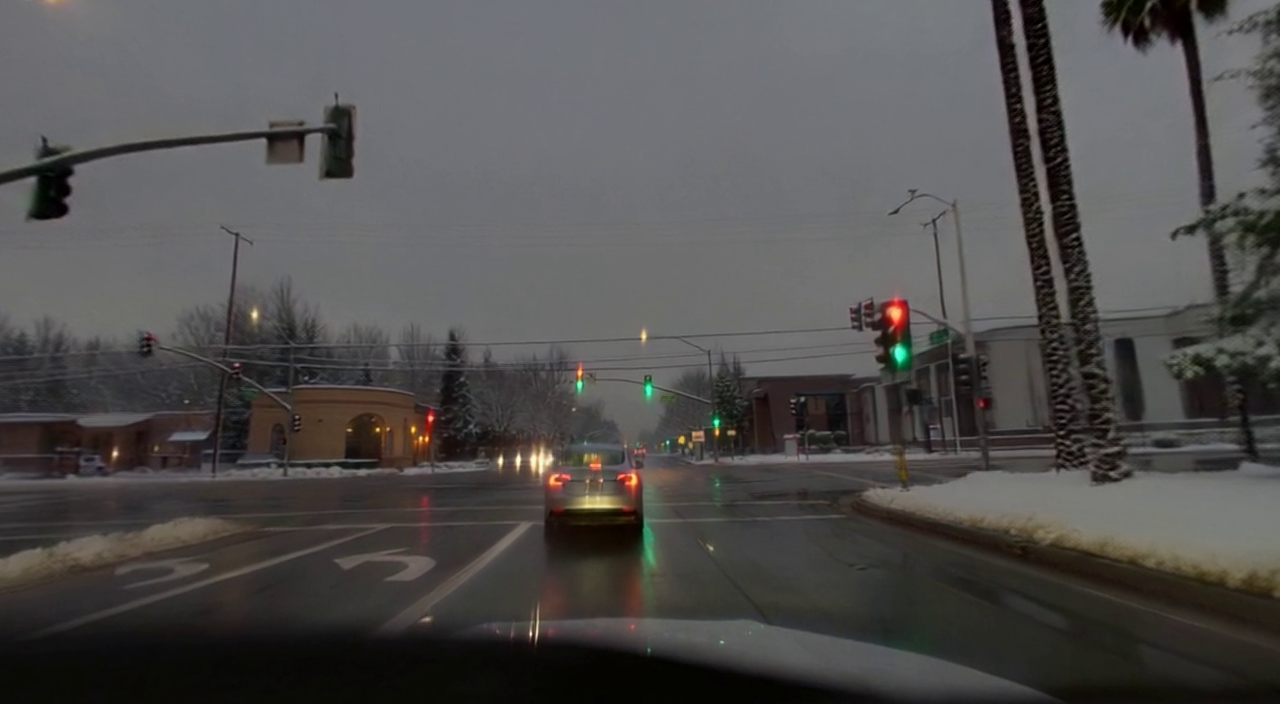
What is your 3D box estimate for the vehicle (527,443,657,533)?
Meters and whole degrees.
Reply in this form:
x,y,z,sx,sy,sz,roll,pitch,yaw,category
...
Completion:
x,y,z,sx,sy,sz,roll,pitch,yaw,category
-0.857,2.593,12.737,2.152,1.478,4.229,0,-9,-2,vehicle
